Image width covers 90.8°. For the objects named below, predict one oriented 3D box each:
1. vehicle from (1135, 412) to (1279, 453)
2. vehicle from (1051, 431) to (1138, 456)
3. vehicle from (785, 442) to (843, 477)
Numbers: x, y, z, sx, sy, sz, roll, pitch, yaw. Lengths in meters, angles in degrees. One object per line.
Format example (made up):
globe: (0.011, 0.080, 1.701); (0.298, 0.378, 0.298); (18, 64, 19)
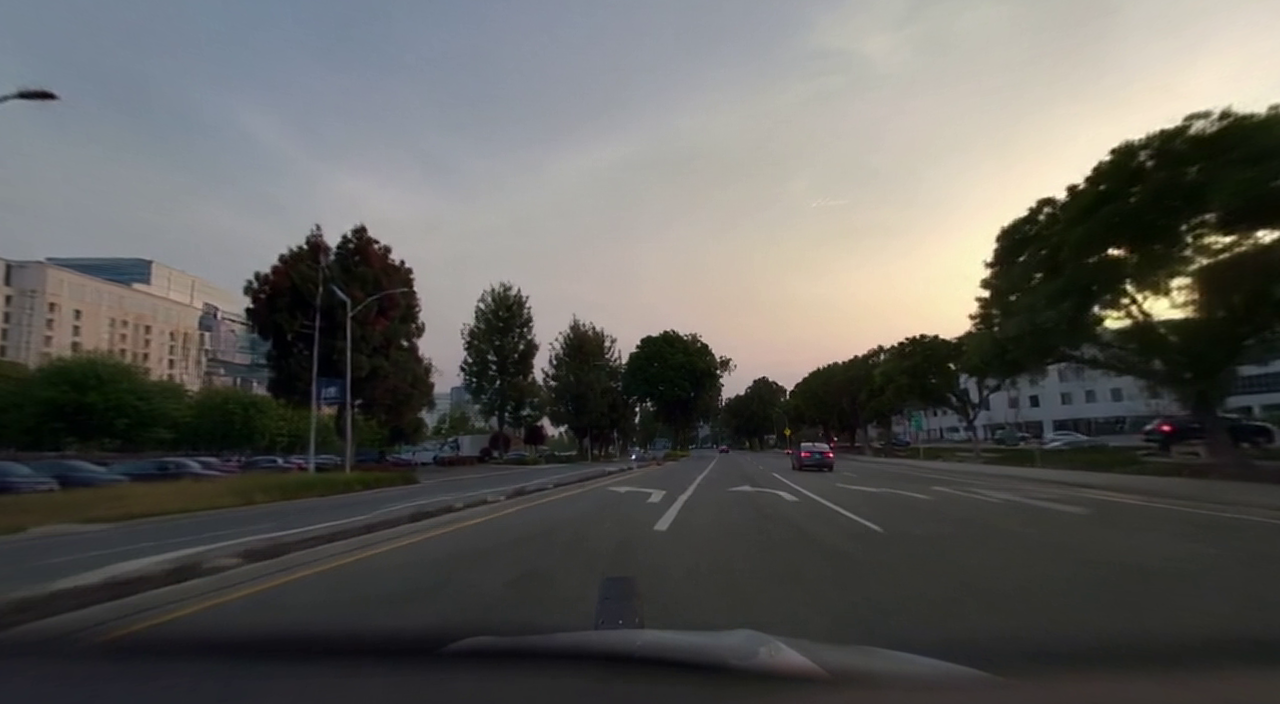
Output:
vehicle: (25.835, 3.695, 28.779); (4.440, 1.725, 2.255); (-2, -9, 8)
vehicle: (27.531, 5.557, 38.349); (3.881, 1.410, 1.702); (-1, -9, 5)
vehicle: (8.667, 5.382, 31.916); (2.181, 1.639, 4.127); (-1, -9, 7)
